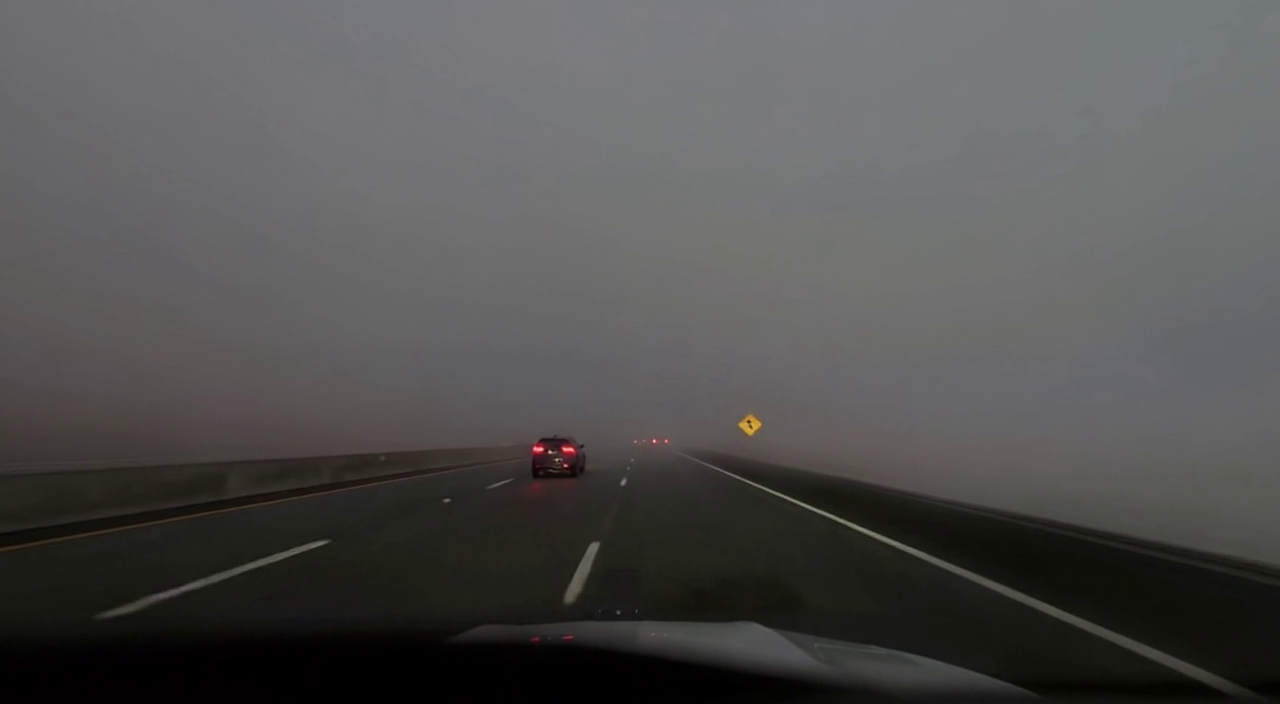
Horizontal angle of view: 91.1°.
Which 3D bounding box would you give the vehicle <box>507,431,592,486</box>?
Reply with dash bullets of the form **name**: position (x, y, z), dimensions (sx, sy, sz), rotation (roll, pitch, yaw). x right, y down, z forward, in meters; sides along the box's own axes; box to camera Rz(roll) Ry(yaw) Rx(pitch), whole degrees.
- **vehicle**: position (-2.796, 3.379, 20.434), dimensions (2.039, 1.589, 4.324), rotation (0, -8, 1)
